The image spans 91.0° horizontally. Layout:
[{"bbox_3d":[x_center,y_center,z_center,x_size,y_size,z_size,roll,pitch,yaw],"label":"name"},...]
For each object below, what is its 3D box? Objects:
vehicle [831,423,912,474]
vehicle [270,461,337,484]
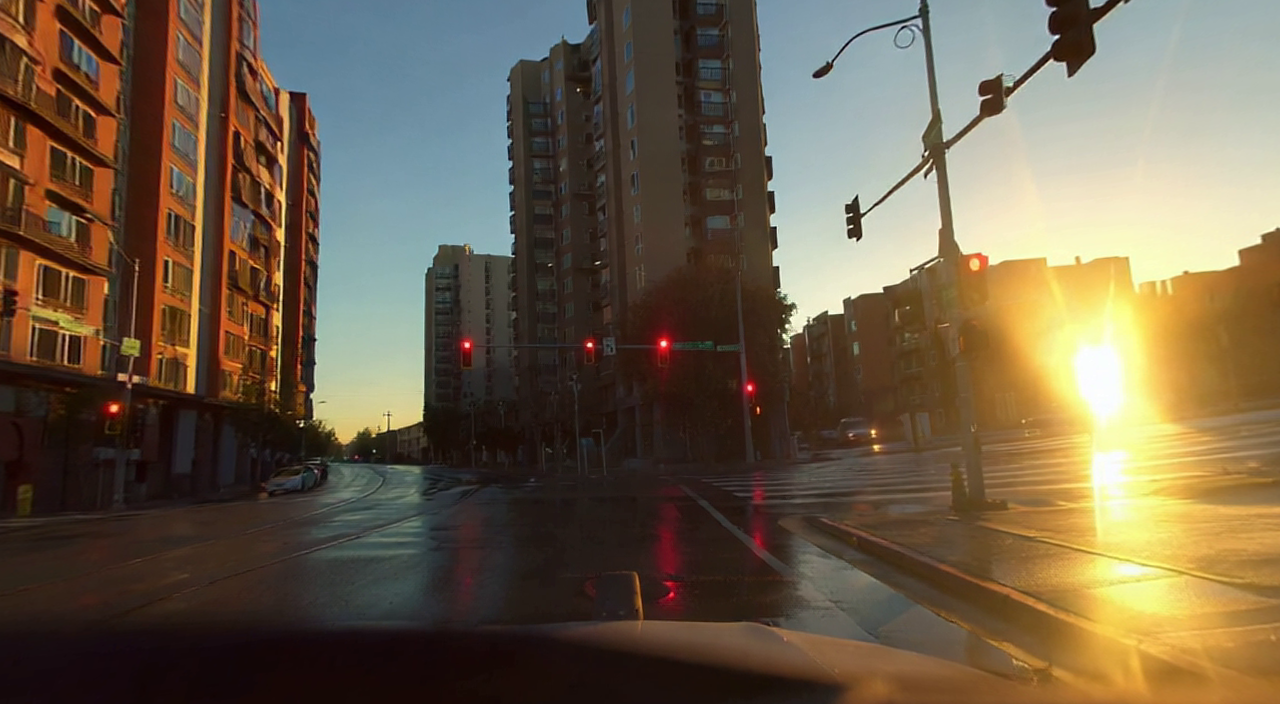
[{"bbox_3d":[14.979,6.343,41.420,2.948,3.071,7.295,0,-9,4],"label":"vehicle"},{"bbox_3d":[-24.686,8.830,46.290,3.882,1.600,1.768,0,-9,2],"label":"vehicle"}]
